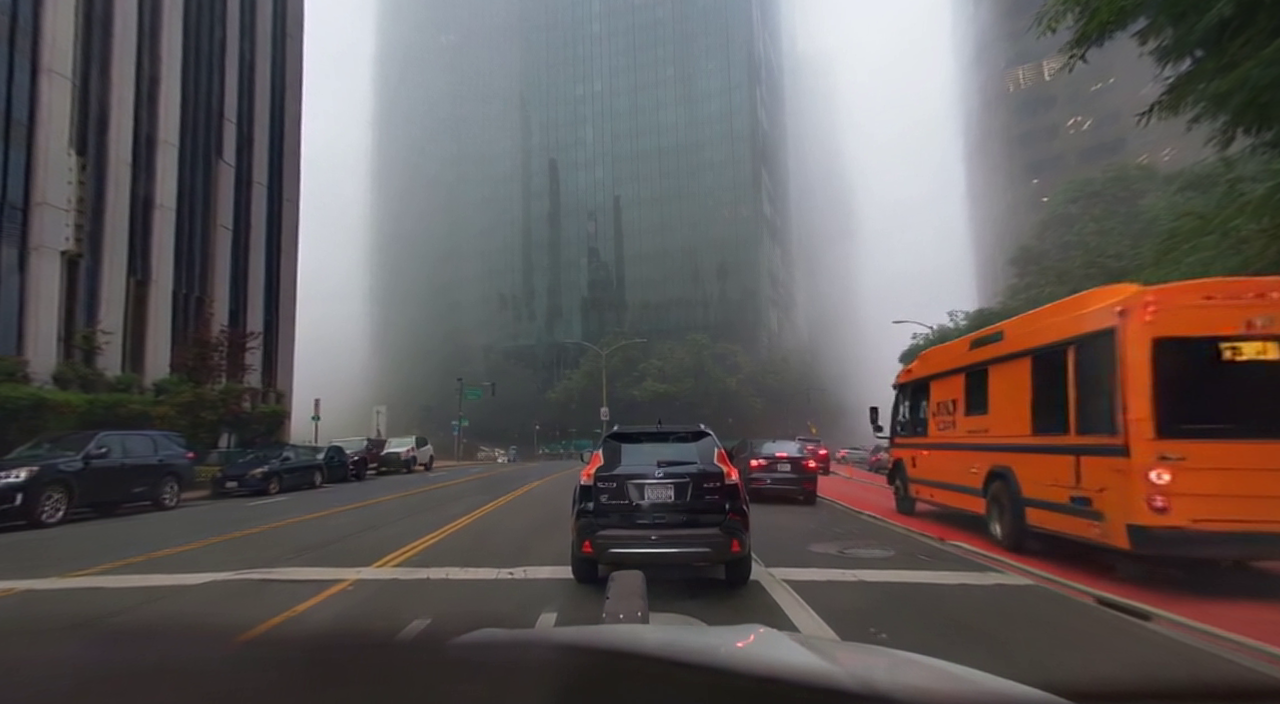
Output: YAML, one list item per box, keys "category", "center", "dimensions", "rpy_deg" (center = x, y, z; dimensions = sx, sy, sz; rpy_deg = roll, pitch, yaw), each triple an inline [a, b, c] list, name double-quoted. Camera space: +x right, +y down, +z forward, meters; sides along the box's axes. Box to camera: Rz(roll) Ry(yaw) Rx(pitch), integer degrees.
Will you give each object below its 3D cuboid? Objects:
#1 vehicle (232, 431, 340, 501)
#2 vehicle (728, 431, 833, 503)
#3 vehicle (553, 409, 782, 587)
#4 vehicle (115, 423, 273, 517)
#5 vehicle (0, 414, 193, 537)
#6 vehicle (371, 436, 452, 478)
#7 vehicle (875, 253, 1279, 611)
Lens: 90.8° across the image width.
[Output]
- category: "vehicle"
  center: [-10.967, 3.510, 19.850]
  dimensions: [1.559, 1.973, 3.419]
  rpy_deg: [1, -8, -4]
- category: "vehicle"
  center: [3.850, 3.236, 18.255]
  dimensions: [2.143, 1.793, 4.763]
  rpy_deg: [0, -8, 3]
- category: "vehicle"
  center: [0.324, 1.713, 8.232]
  dimensions: [2.192, 1.695, 4.142]
  rpy_deg: [0, -8, 2]
- category: "vehicle"
  center: [-10.667, 2.816, 15.434]
  dimensions: [1.482, 2.019, 3.297]
  rpy_deg: [0, -8, -3]
- category: "vehicle"
  center: [-10.332, 2.220, 11.825]
  dimensions: [1.543, 1.946, 3.454]
  rpy_deg: [1, -9, -5]
- category: "vehicle"
  center: [-11.659, 5.405, 32.754]
  dimensions: [2.338, 1.963, 5.740]
  rpy_deg: [0, -8, -3]
- category: "vehicle"
  center: [6.310, 1.194, 9.281]
  dimensions: [3.113, 3.116, 7.650]
  rpy_deg: [-1, -8, 3]
